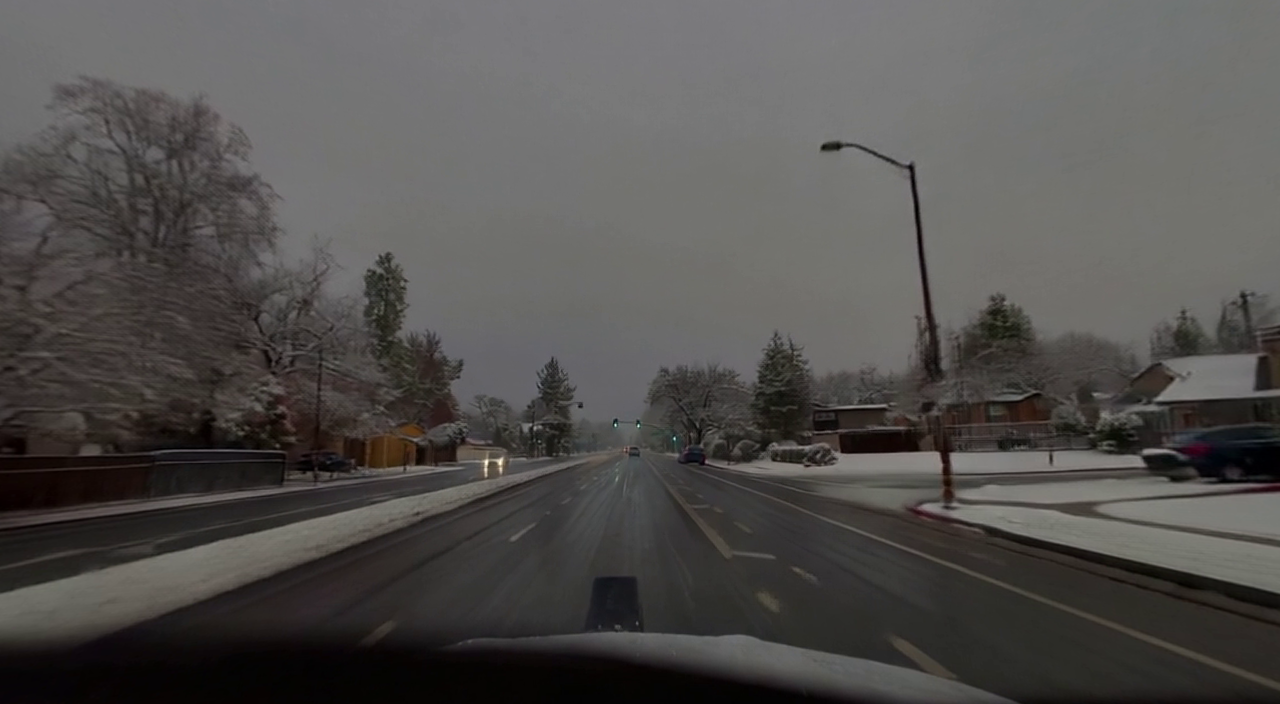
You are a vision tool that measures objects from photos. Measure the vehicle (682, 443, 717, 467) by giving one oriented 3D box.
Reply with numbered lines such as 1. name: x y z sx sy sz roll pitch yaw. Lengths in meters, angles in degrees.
1. vehicle: 4.651 8.067 49.803 2.180 1.782 4.790 0 -9 -1

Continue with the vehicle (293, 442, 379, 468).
1. vehicle: -21.209 7.171 44.209 4.853 1.754 2.095 0 -9 2
